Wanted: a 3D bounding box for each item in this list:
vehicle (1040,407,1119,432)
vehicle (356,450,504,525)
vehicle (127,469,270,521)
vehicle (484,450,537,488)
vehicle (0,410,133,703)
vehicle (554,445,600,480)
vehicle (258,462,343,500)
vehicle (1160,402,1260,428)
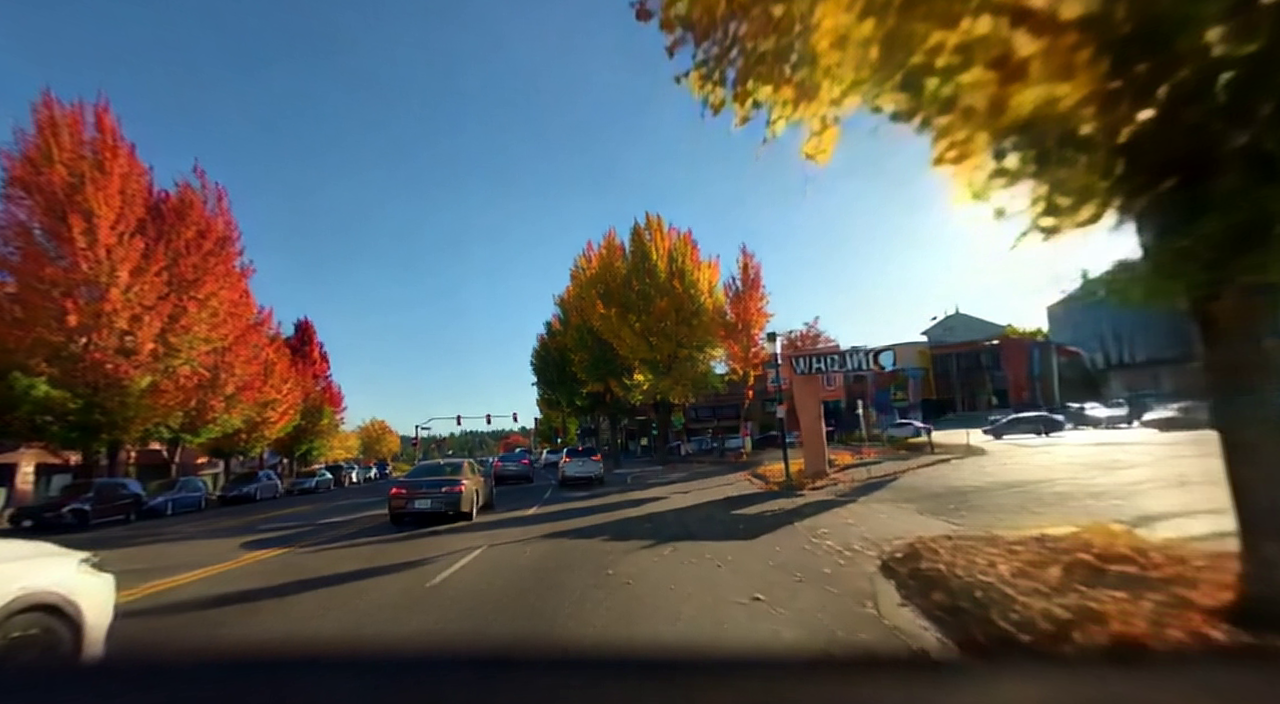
[{"bbox_3d":[34.147,5.269,48.963,4.653,1.696,2.110,-9,-10,41],"label":"vehicle"},{"bbox_3d":[-4.877,3.205,15.626,2.090,1.506,5.326,1,-9,-3],"label":"vehicle"},{"bbox_3d":[-15.630,5.049,22.658,2.010,1.530,4.534,1,-9,-3],"label":"vehicle"},{"bbox_3d":[-5.811,5.283,28.696,1.974,1.549,4.603,2,-9,-7],"label":"vehicle"},{"bbox_3d":[-4.366,0.903,1.757,2.085,1.663,4.513,0,-9,0],"label":"vehicle"},{"bbox_3d":[-3.343,5.714,32.828,2.144,1.704,4.028,2,-9,-9],"label":"vehicle"},{"bbox_3d":[-16.343,6.199,30.582,2.026,1.615,4.324,1,-9,-6],"label":"vehicle"},{"bbox_3d":[42.301,4.735,46.875,5.280,1.764,2.026,-6,-12,41],"label":"vehicle"}]
